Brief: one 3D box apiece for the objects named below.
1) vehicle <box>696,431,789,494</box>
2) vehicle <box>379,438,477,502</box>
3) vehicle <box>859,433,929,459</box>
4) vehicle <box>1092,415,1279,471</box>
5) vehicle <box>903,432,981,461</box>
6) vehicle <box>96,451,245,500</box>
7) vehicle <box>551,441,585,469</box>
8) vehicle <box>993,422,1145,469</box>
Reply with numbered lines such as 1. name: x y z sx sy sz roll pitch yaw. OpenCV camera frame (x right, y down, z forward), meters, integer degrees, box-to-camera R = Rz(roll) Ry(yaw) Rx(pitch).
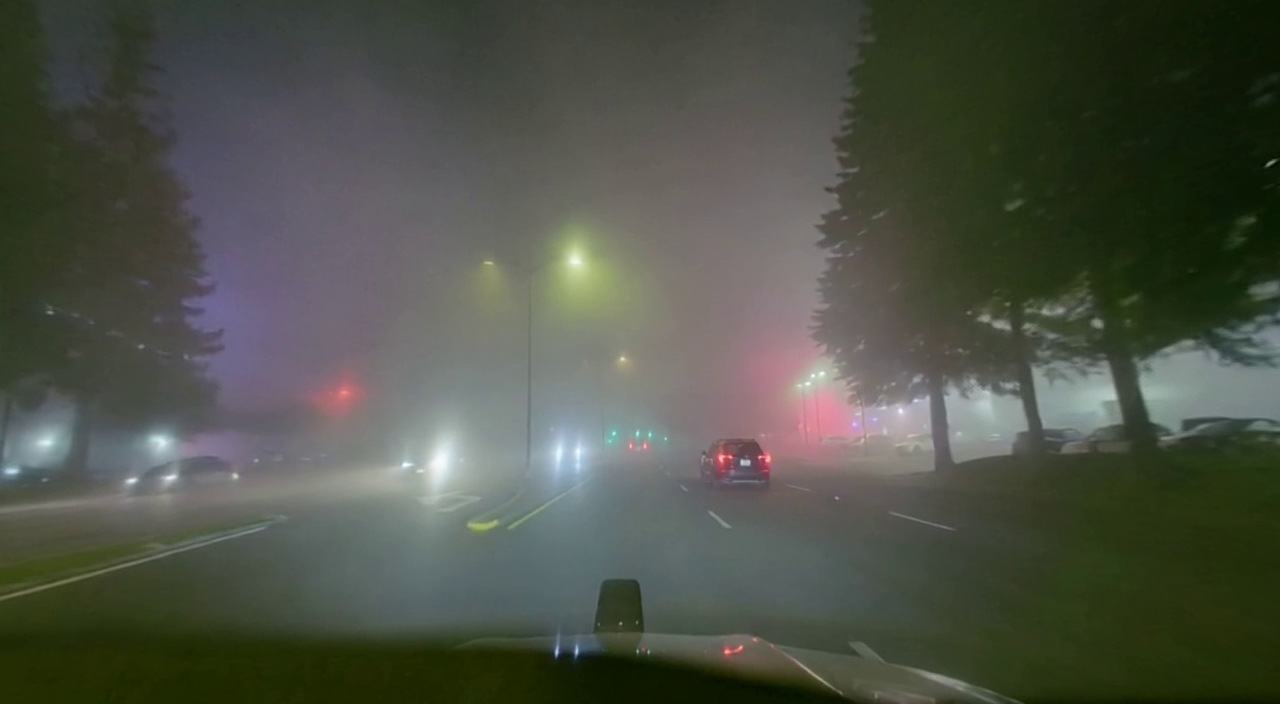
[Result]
1. vehicle: 2.968 3.307 19.321 1.963 1.677 4.229 0 -8 -2
2. vehicle: -6.103 3.233 17.875 2.053 1.555 4.296 4 -9 -25
3. vehicle: 18.023 6.664 44.817 4.446 1.692 2.184 4 -9 -28
4. vehicle: 17.219 2.922 20.271 1.779 1.505 4.847 -2 -9 -1
5. vehicle: 18.727 5.835 39.124 4.524 1.653 2.109 5 -10 -30
6. vehicle: -17.022 4.443 23.269 1.947 1.504 4.672 -1 -8 0
7. vehicle: -4.375 6.189 37.940 1.905 1.471 4.302 -1 -9 -8
8. vehicle: 16.981 3.749 25.429 2.280 1.699 5.098 0 -8 -4
